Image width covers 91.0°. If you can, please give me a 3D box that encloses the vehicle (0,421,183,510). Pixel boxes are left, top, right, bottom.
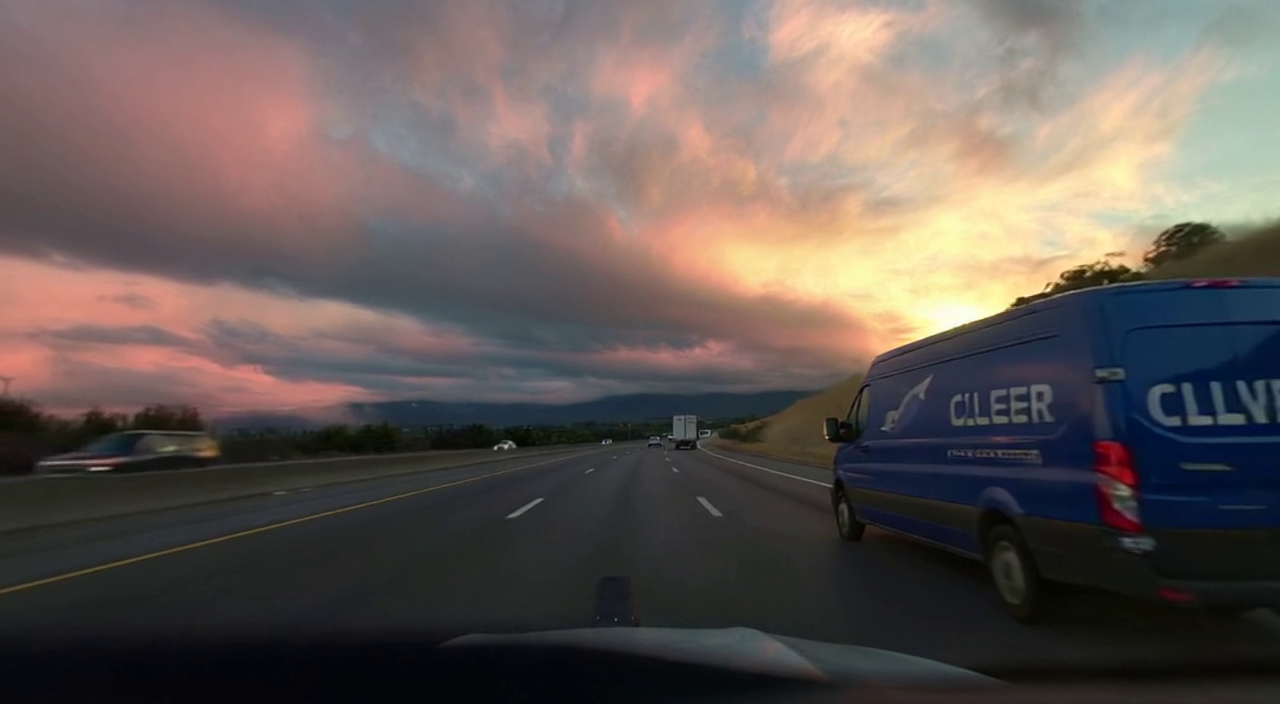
[{"bbox_3d":[-14.367,2.705,15.462,2.095,1.827,5.586,-1,-8,0],"label":"vehicle"}]

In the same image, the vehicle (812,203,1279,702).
[{"bbox_3d":[3.770,0.838,6.040,2.485,2.562,5.535,0,-8,-2],"label":"vehicle"}]
